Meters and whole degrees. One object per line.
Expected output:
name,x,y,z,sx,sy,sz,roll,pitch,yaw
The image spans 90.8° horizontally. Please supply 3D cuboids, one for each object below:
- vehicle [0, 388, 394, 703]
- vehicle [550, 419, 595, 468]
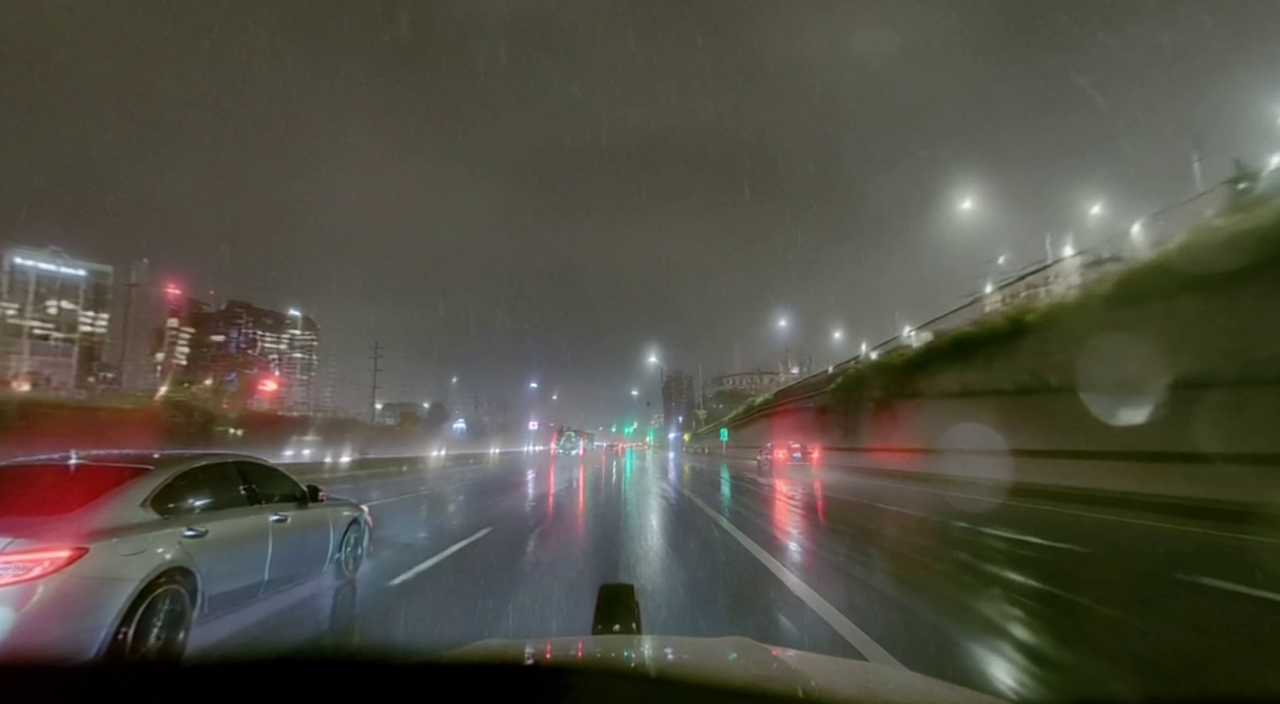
vehicle,-3.864,1.270,4.948,2.025,1.556,4.594,0,-8,0
vehicle,-4.357,6.120,42.139,2.364,2.953,6.732,0,-8,-1
